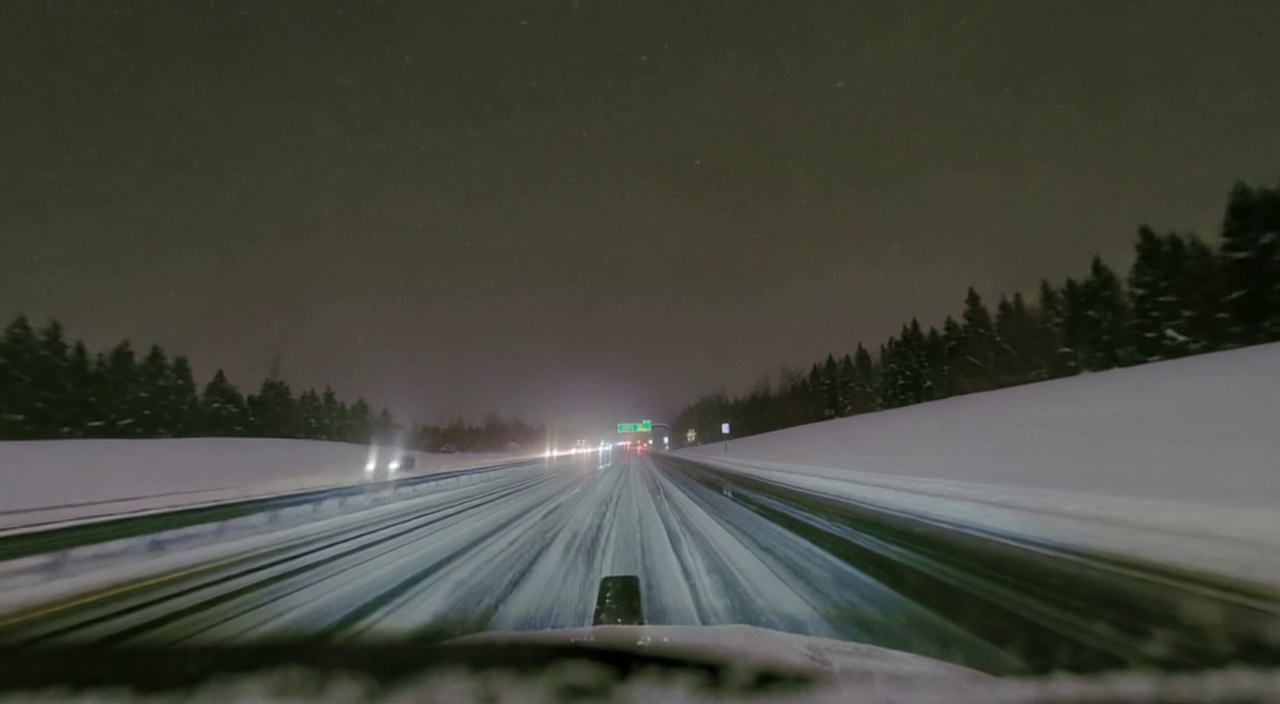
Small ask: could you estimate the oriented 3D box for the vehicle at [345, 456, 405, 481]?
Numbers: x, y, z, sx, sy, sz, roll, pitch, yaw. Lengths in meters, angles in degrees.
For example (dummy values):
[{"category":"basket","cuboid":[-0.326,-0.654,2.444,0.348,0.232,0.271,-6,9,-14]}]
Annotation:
[{"category":"vehicle","cuboid":[-17.433,7.681,41.634,1.924,1.488,4.654,0,-9,0]}]
